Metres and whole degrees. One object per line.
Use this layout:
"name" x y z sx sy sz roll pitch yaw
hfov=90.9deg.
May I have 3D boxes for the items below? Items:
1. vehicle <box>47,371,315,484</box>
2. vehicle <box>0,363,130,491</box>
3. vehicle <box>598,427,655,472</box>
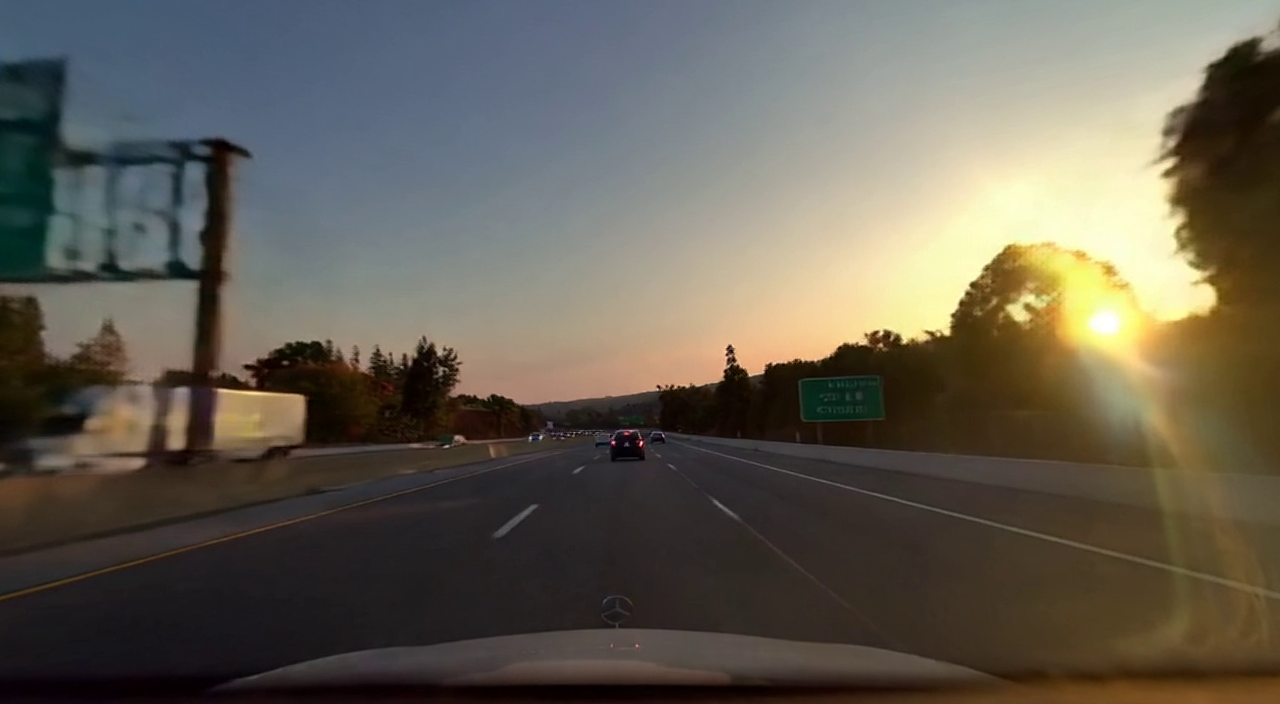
"vehicle" -20.351 3.679 29.958 2.894 4.145 13.279 0 -8 -1
"vehicle" -20.232 2.551 21.358 2.961 4.001 3.172 0 -8 0
"vehicle" -0.526 3.838 25.067 2.094 1.600 3.666 0 -8 -1
